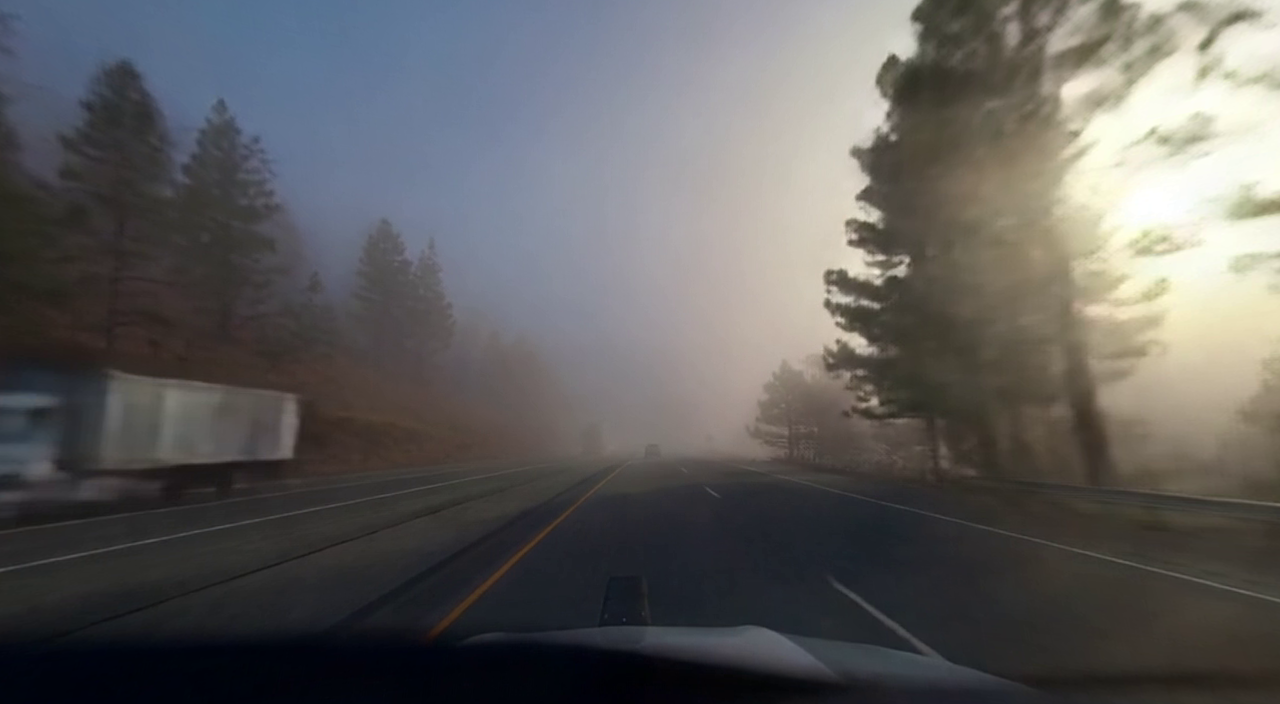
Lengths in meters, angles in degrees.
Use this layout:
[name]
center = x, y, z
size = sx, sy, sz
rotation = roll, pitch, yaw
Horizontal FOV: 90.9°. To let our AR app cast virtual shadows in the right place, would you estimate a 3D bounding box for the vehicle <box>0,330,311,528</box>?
[vehicle]
center = -13.431, 1.829, 14.368
size = 2.905, 3.684, 16.268
rotation = 0, -8, 1
